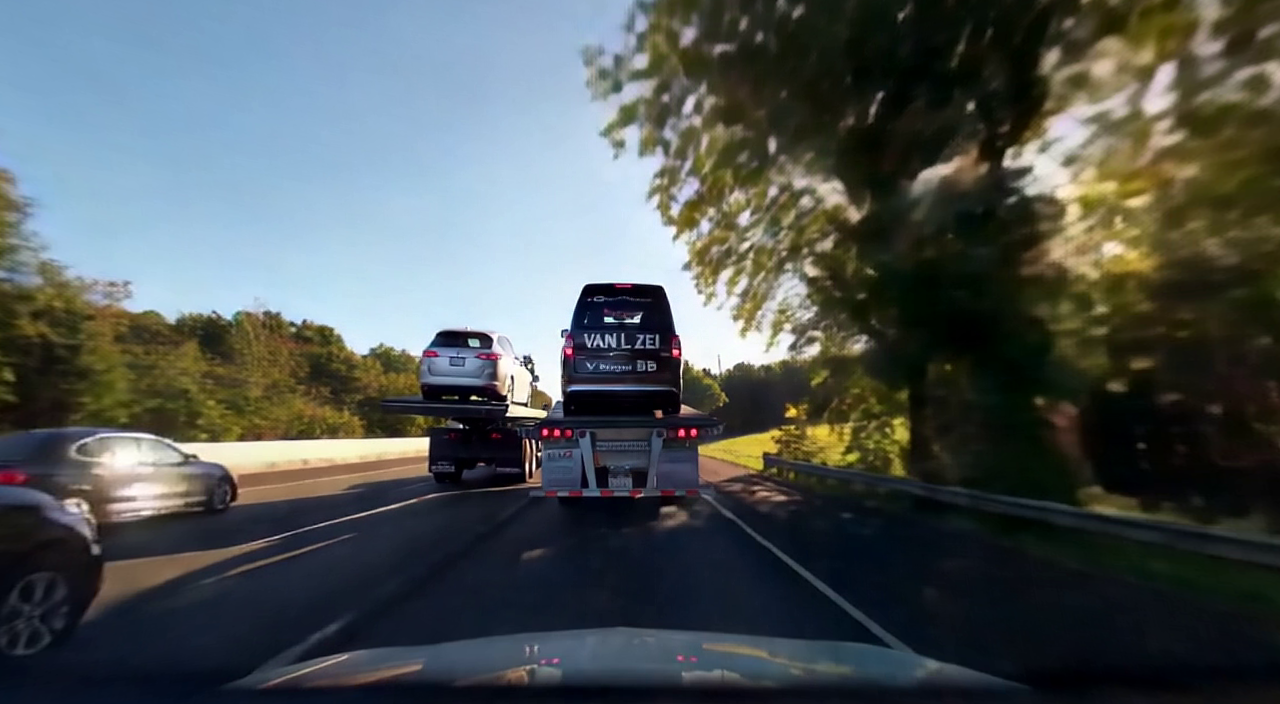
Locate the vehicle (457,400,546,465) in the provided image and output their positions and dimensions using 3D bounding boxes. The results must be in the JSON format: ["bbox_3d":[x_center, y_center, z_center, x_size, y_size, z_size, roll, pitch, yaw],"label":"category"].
[{"bbox_3d":[-4.570,2.746,21.508,2.258,1.970,4.402,0,-7,-3],"label":"vehicle"}]

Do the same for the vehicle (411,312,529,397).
[{"bbox_3d":[-4.484,0.224,17.464,2.118,1.799,4.591,0,-7,-2],"label":"vehicle"}]

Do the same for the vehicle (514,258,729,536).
[{"bbox_3d":[-0.430,1.141,12.837,2.738,3.628,9.223,0,-7,-2],"label":"vehicle"}]

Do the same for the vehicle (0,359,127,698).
[{"bbox_3d":[-4.090,0.685,1.653,1.914,1.675,4.331,0,-7,-2],"label":"vehicle"}]
